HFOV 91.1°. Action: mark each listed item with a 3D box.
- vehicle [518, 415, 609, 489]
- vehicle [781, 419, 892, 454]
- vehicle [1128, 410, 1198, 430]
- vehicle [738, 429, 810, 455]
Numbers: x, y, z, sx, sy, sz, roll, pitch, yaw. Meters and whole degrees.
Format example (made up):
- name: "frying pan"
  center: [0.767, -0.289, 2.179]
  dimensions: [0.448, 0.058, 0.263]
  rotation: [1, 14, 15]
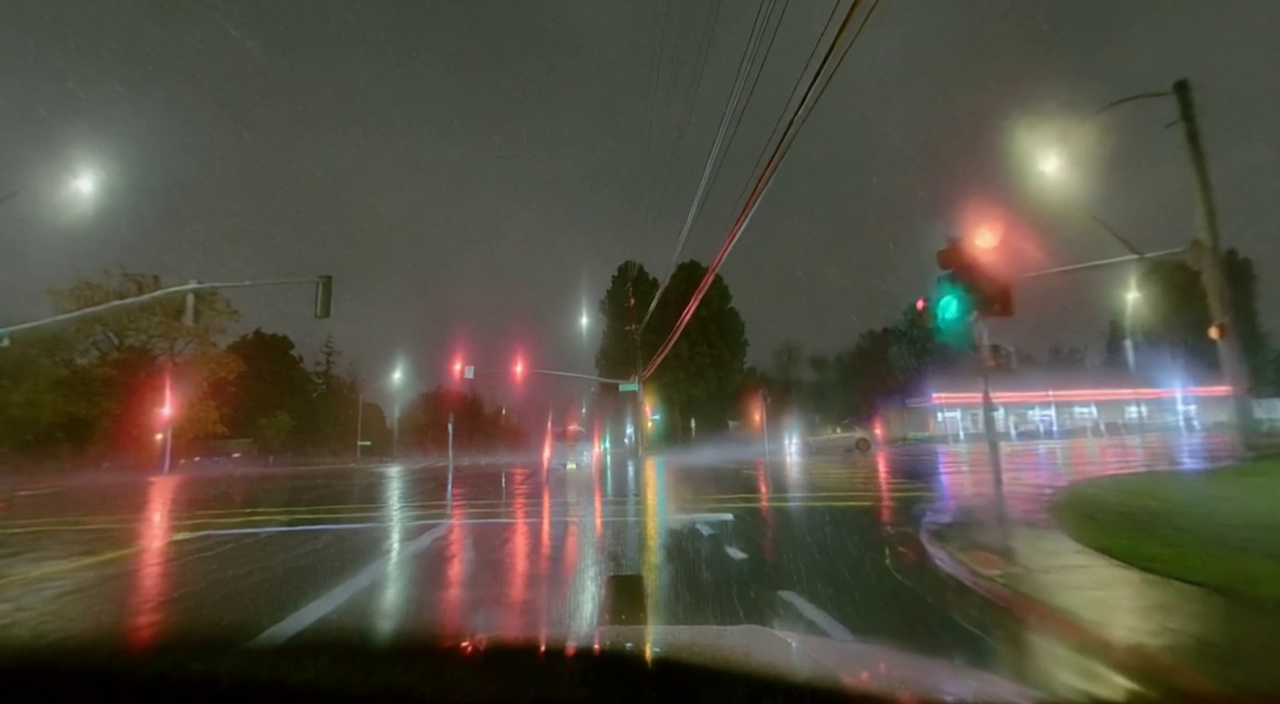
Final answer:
- name: "vehicle"
  center: [-2.118, 2.910, 18.536]
  dimensions: [2.300, 1.868, 4.690]
  rotation: [1, -8, -4]
- name: "vehicle"
  center: [10.254, 4.432, 32.984]
  dimensions: [5.149, 1.725, 1.964]
  rotation: [0, -8, -4]
- name: "vehicle"
  center: [39.446, 5.153, 47.389]
  dimensions: [3.805, 1.451, 1.641]
  rotation: [0, -8, -3]
- name: "vehicle"
  center: [7.976, 5.418, 37.715]
  dimensions: [3.990, 1.548, 1.780]
  rotation: [-1, -8, 5]
